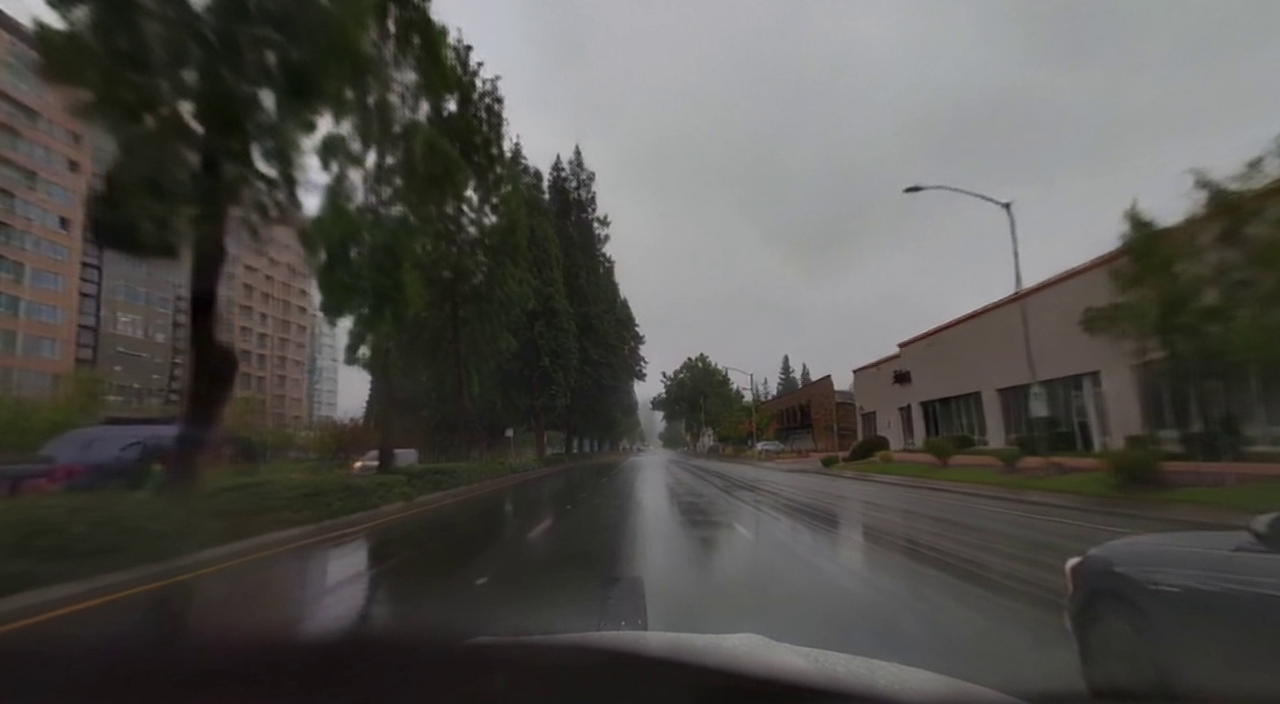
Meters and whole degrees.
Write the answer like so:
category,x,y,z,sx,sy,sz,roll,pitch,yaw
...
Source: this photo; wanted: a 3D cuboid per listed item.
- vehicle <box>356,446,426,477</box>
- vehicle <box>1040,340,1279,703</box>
category,x,y,z,sx,sy,sz,roll,pitch,yaw
vehicle,-16.845,7.395,42.906,2.193,1.936,5.819,0,-9,2
vehicle,3.267,0.659,1.167,2.090,1.685,4.436,0,-9,0
